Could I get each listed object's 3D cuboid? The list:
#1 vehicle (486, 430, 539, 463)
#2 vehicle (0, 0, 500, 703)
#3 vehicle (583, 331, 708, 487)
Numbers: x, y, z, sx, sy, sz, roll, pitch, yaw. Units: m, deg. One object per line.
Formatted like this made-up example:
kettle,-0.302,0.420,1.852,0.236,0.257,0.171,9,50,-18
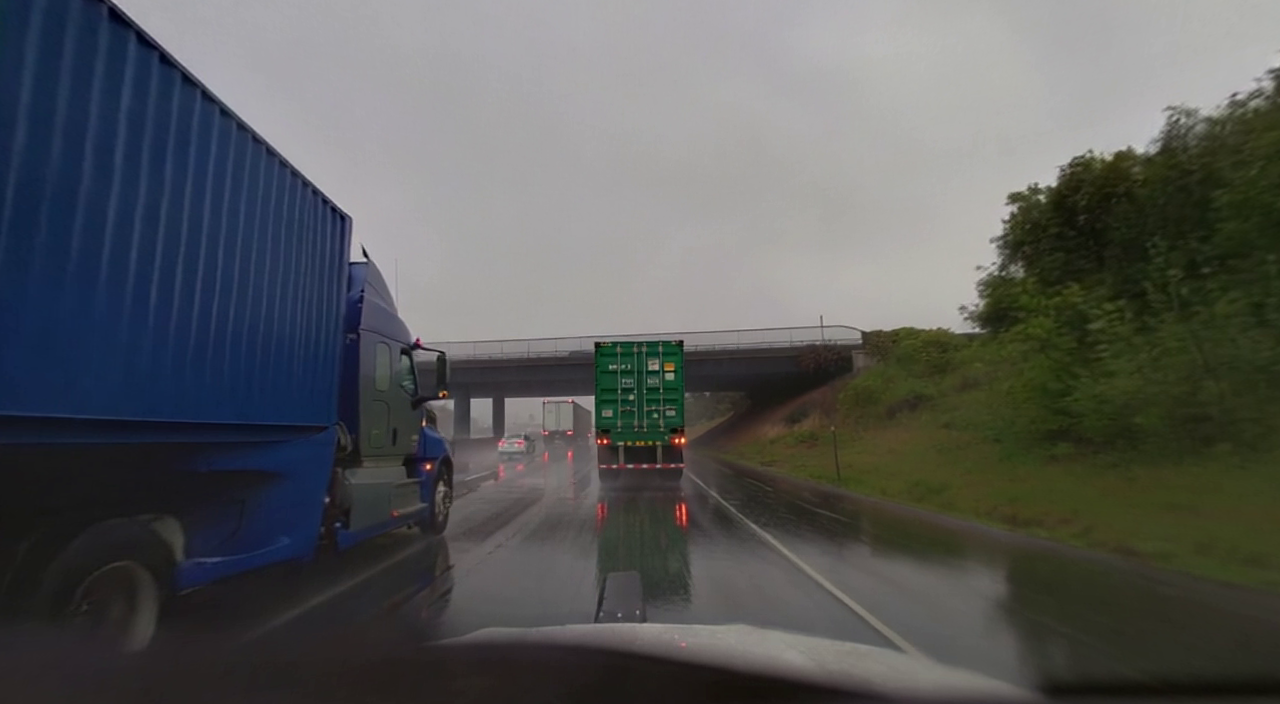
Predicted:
vehicle,-7.237,5.442,36.405,2.163,1.772,4.244,-1,-8,0
vehicle,-3.726,0.185,6.074,3.187,3.949,6.963,-1,-8,0
vehicle,0.032,2.047,20.906,3.357,4.212,7.519,0,-8,-2
